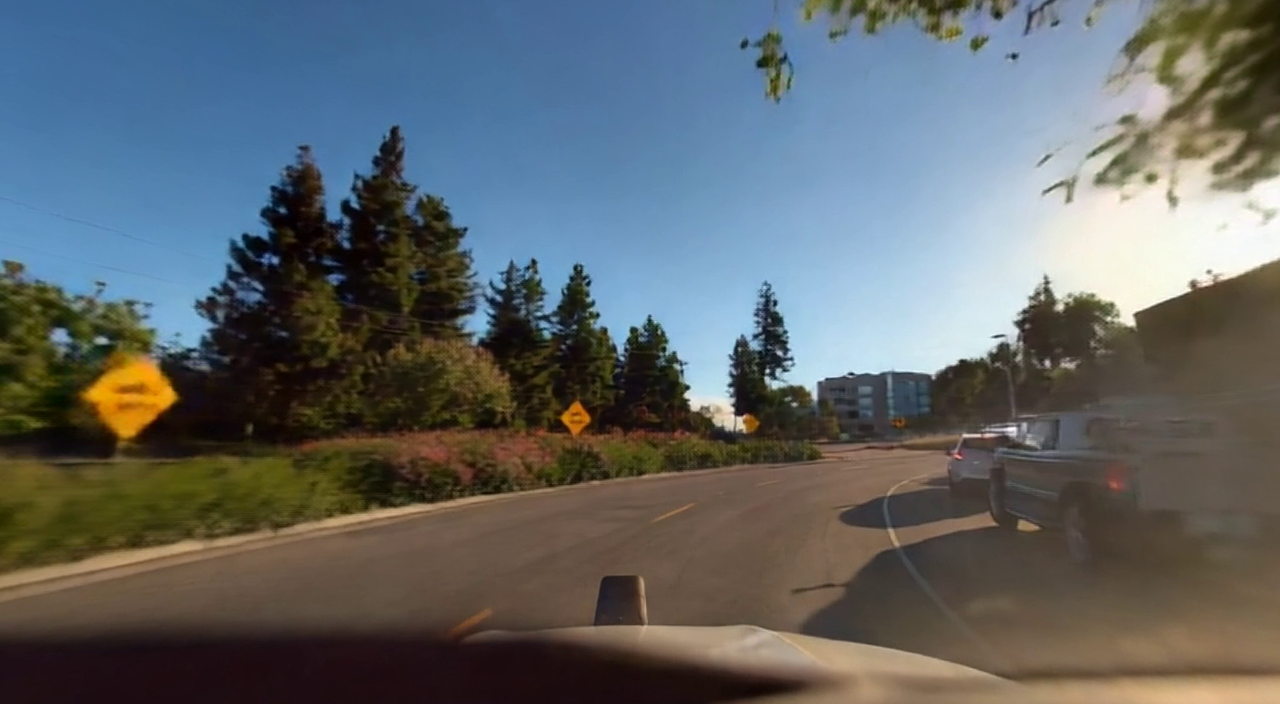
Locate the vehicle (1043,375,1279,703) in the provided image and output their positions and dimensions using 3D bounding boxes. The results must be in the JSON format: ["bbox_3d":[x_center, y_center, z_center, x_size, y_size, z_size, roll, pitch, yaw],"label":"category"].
[{"bbox_3d":[3.538,0.783,1.671,2.195,1.605,5.134,-1,-8,9],"label":"vehicle"}]
